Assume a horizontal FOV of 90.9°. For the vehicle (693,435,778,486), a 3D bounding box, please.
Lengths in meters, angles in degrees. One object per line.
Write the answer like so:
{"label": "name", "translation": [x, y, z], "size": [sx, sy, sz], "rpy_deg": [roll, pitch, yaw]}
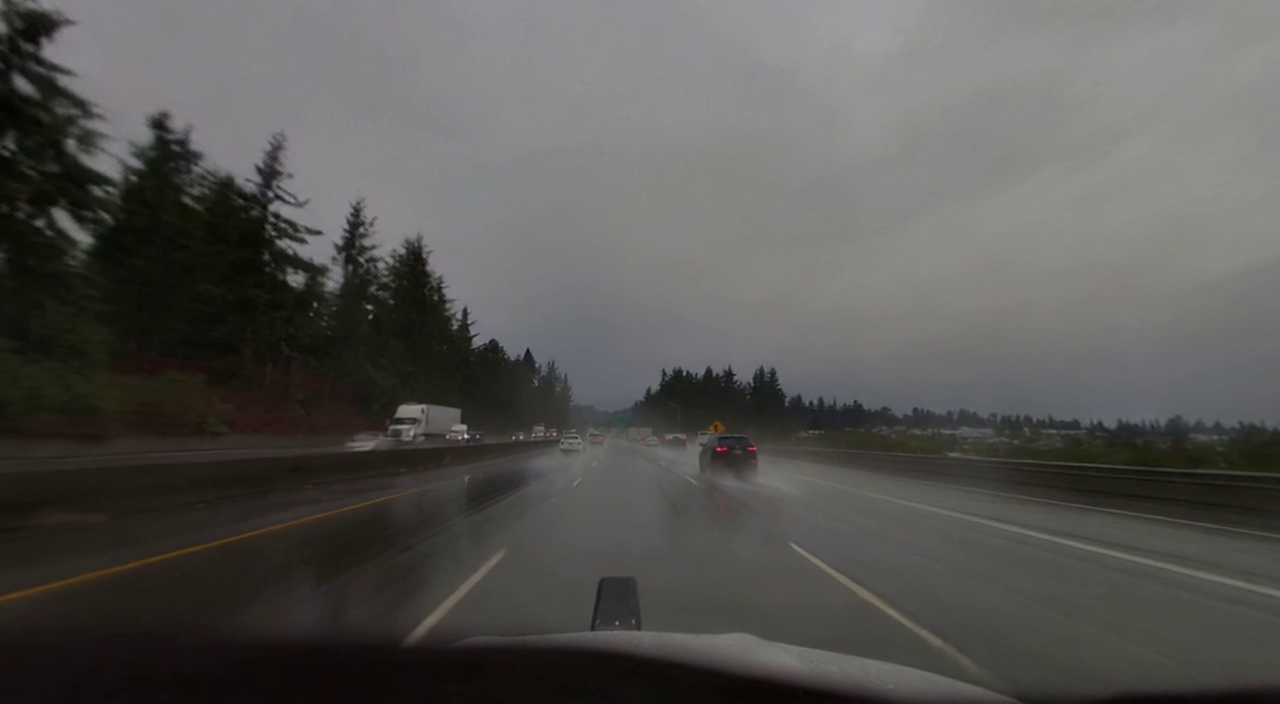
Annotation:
{"label": "vehicle", "translation": [2.949, 3.429, 20.343], "size": [1.990, 1.480, 3.865], "rpy_deg": [1, -8, -3]}

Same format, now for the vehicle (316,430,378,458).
{"label": "vehicle", "translation": [-16.370, 5.153, 35.435], "size": [1.743, 1.457, 3.792], "rpy_deg": [0, -8, -1]}

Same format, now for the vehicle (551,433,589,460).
{"label": "vehicle", "translation": [-4.527, 6.185, 41.520], "size": [2.011, 1.614, 4.808], "rpy_deg": [0, -8, -1]}
